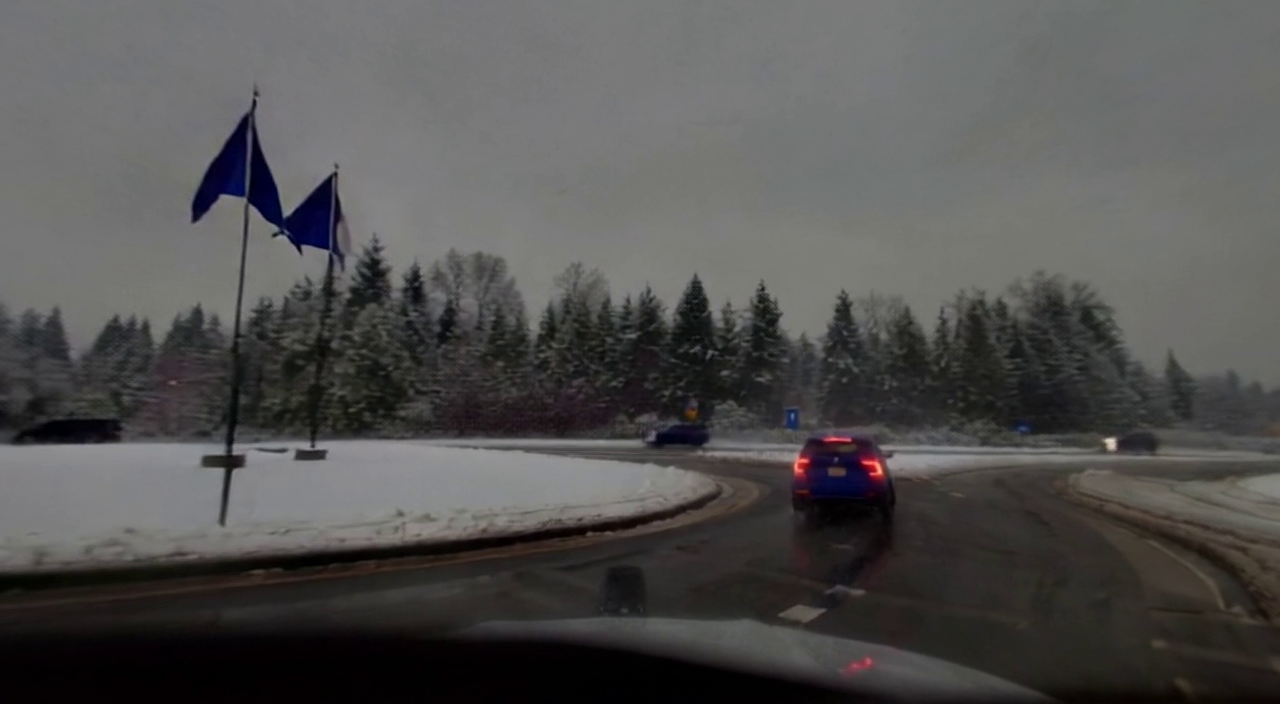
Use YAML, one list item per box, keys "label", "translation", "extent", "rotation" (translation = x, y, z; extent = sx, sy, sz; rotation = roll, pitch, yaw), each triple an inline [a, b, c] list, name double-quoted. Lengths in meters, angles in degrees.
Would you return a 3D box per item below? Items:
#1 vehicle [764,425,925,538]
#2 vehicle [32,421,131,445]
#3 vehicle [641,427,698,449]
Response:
- label: "vehicle"
  translation: [3.856, 2.229, 11.410]
  extent: [2.078, 1.607, 4.010]
  rotation: [-5, -10, 27]
- label: "vehicle"
  translation: [-37.554, 5.480, 42.483]
  extent: [4.652, 1.498, 1.783]
  rotation: [1, -9, -8]
- label: "vehicle"
  translation: [2.176, 6.429, 46.994]
  extent: [4.045, 1.569, 1.781]
  rotation: [1, -9, -7]
